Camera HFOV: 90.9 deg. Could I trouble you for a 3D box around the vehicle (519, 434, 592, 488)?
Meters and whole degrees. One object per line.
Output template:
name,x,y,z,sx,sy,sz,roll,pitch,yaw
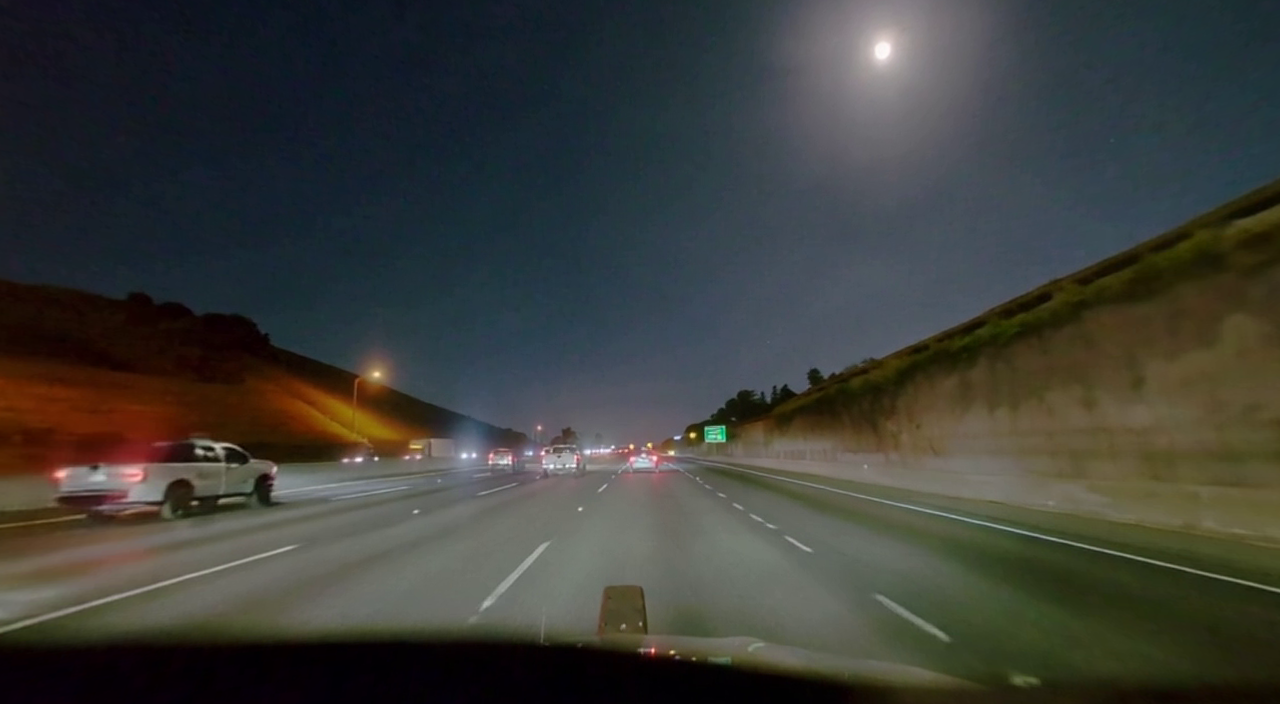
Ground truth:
vehicle,-3.091,4.108,24.088,2.093,1.820,4.506,0,-9,1

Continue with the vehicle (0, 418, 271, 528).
vehicle,-10.813,2.556,13.937,2.054,1.933,5.247,0,-9,1

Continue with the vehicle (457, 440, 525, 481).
vehicle,-6.736,4.946,28.991,2.059,1.745,4.239,0,-9,1

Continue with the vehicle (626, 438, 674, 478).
vehicle,0.447,5.251,31.496,2.233,1.804,4.273,0,-9,0
